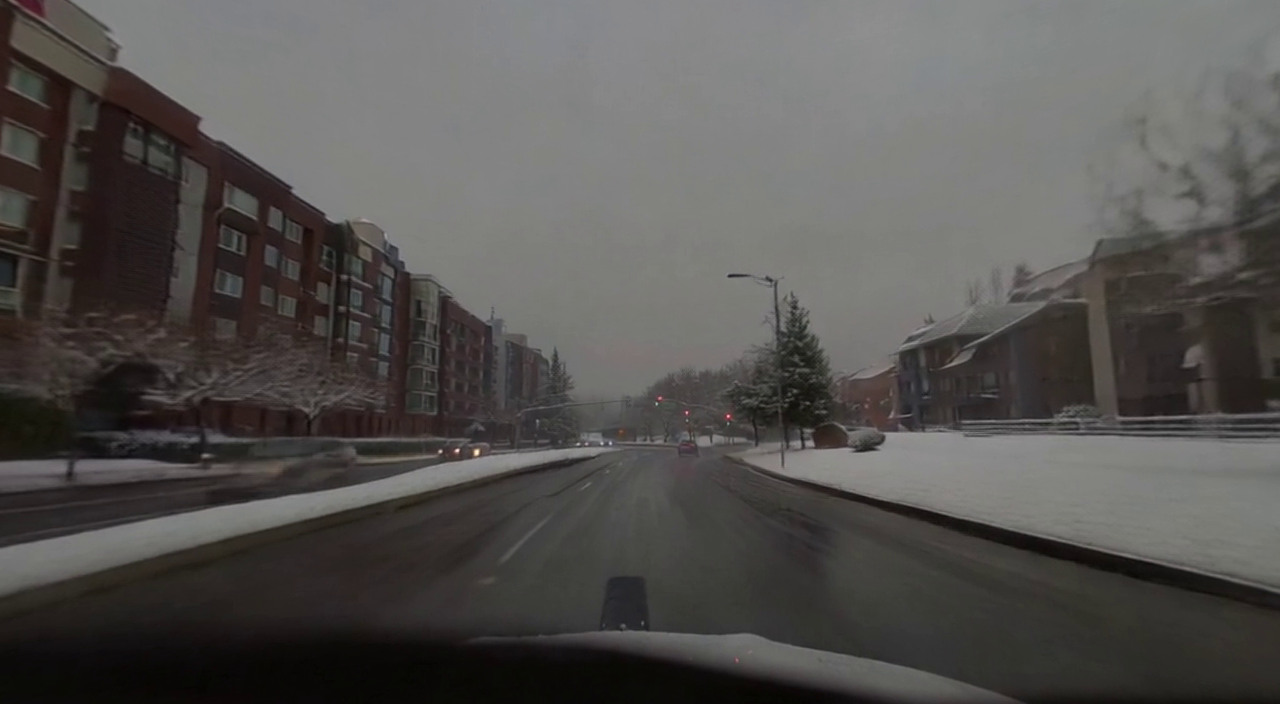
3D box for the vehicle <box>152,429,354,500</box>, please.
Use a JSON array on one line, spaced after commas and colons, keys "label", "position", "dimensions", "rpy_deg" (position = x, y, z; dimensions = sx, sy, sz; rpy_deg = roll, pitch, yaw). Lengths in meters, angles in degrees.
[{"label": "vehicle", "position": [-9.281, 2.736, 15.724], "dimensions": [1.939, 1.482, 4.673], "rpy_deg": [-1, -8, 2]}]
